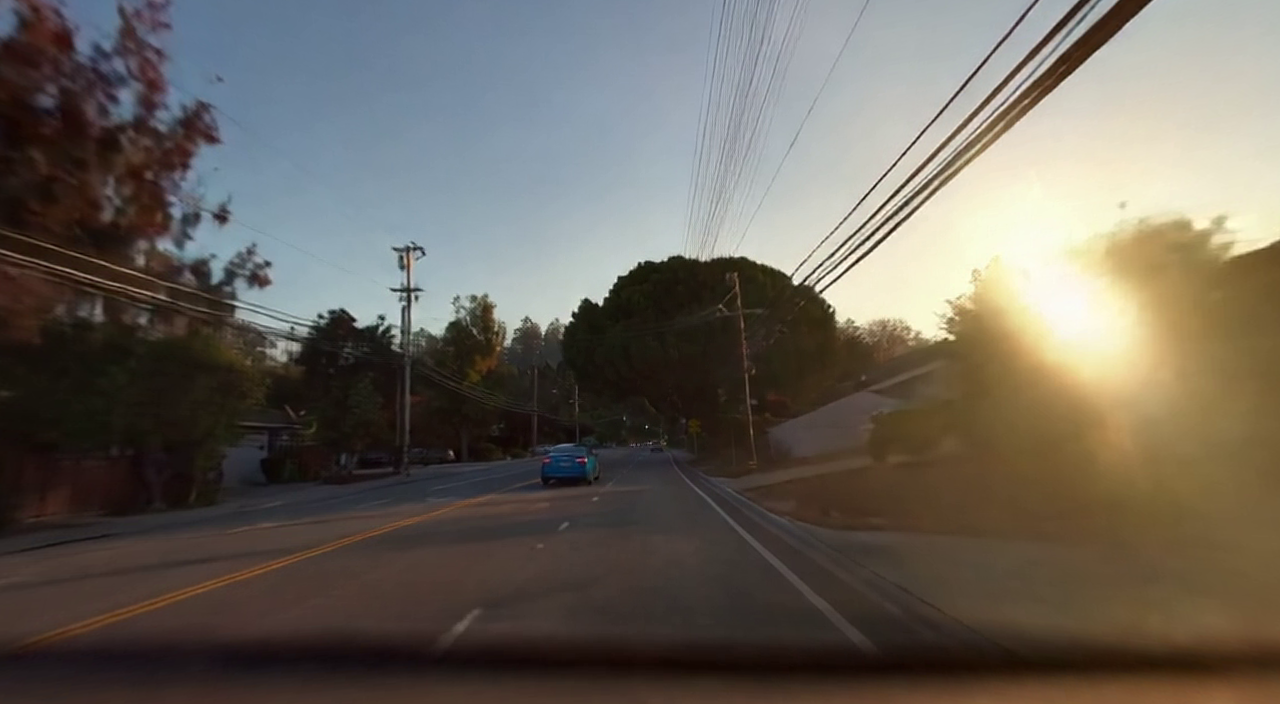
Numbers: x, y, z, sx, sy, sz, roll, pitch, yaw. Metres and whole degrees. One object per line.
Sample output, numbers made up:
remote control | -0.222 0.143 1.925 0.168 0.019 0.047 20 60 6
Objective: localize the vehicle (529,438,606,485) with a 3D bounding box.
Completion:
vehicle | -2.528 4.004 23.405 2.085 1.512 5.023 -1 -8 2
